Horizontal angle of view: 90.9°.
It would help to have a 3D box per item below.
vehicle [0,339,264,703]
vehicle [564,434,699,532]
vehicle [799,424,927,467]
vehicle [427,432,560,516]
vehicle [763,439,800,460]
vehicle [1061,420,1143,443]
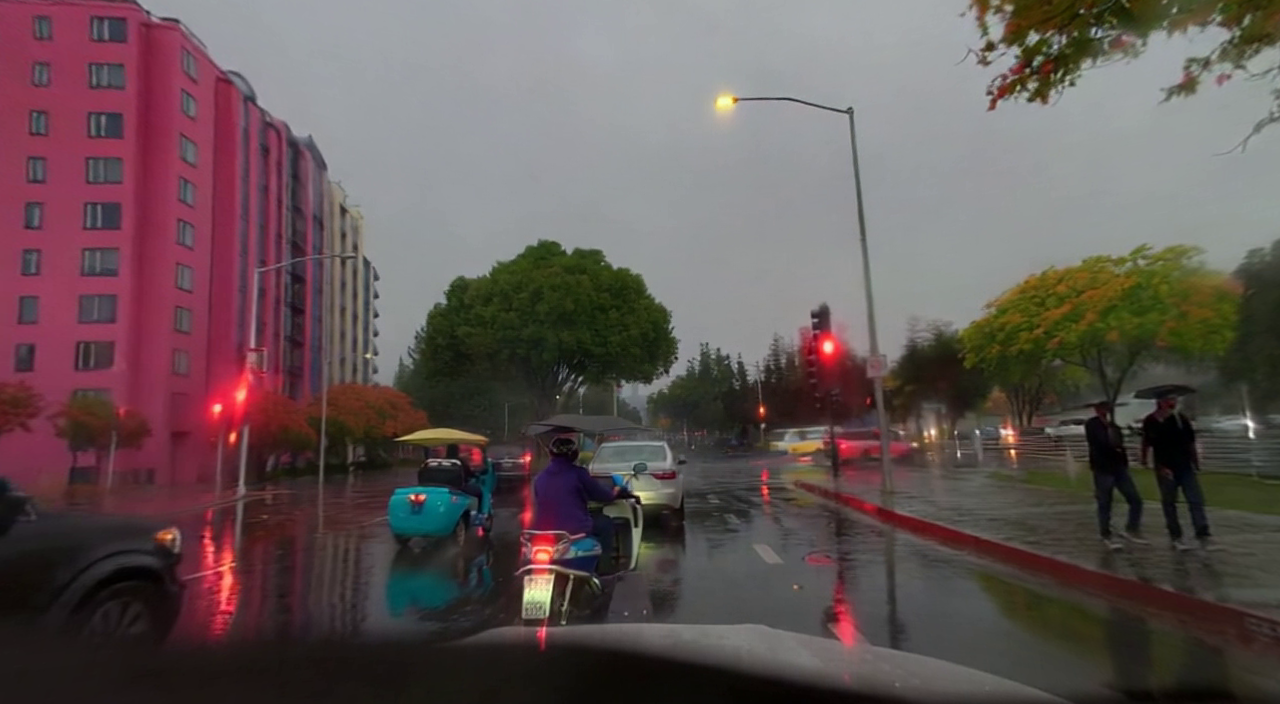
[{"bbox_3d":[-3.621,0.755,1.841,2.000,1.809,4.855,0,-9,0],"label":"vehicle"},{"bbox_3d":[-0.097,2.294,11.606,2.025,1.458,4.085,-1,-9,1],"label":"vehicle"},{"bbox_3d":[10.111,4.292,28.896,5.226,1.840,2.016,-3,-9,18],"label":"vehicle"},{"bbox_3d":[-3.125,2.705,14.420,1.935,1.615,4.073,-1,-9,2],"label":"vehicle"},{"bbox_3d":[10.231,7.086,45.997,1.862,1.456,4.661,-1,-9,3],"label":"vehicle"},{"bbox_3d":[30.817,5.339,42.123,1.751,1.420,4.027,8,-12,-43],"label":"vehicle"}]
